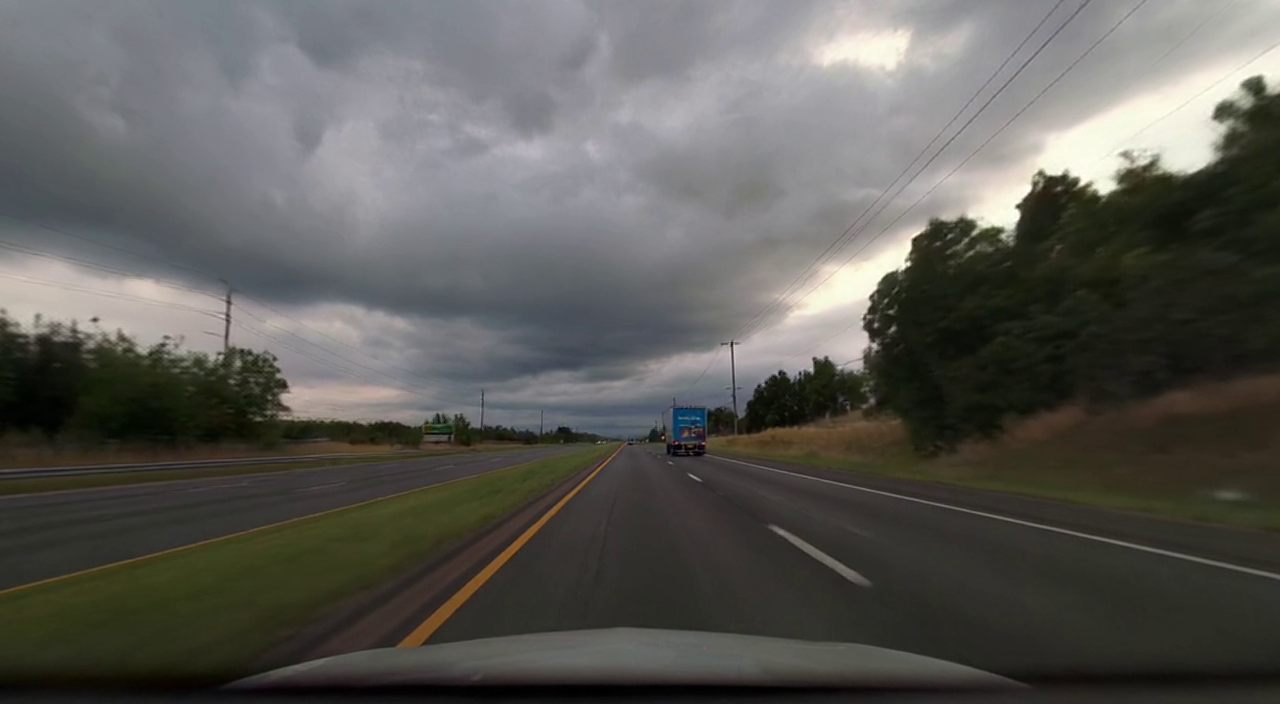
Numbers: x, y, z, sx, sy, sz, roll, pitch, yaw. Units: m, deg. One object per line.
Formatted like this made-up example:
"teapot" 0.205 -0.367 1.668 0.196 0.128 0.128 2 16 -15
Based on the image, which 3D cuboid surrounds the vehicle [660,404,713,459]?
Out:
"vehicle" 3.282 5.997 46.891 3.037 3.672 9.136 0 -8 -1
